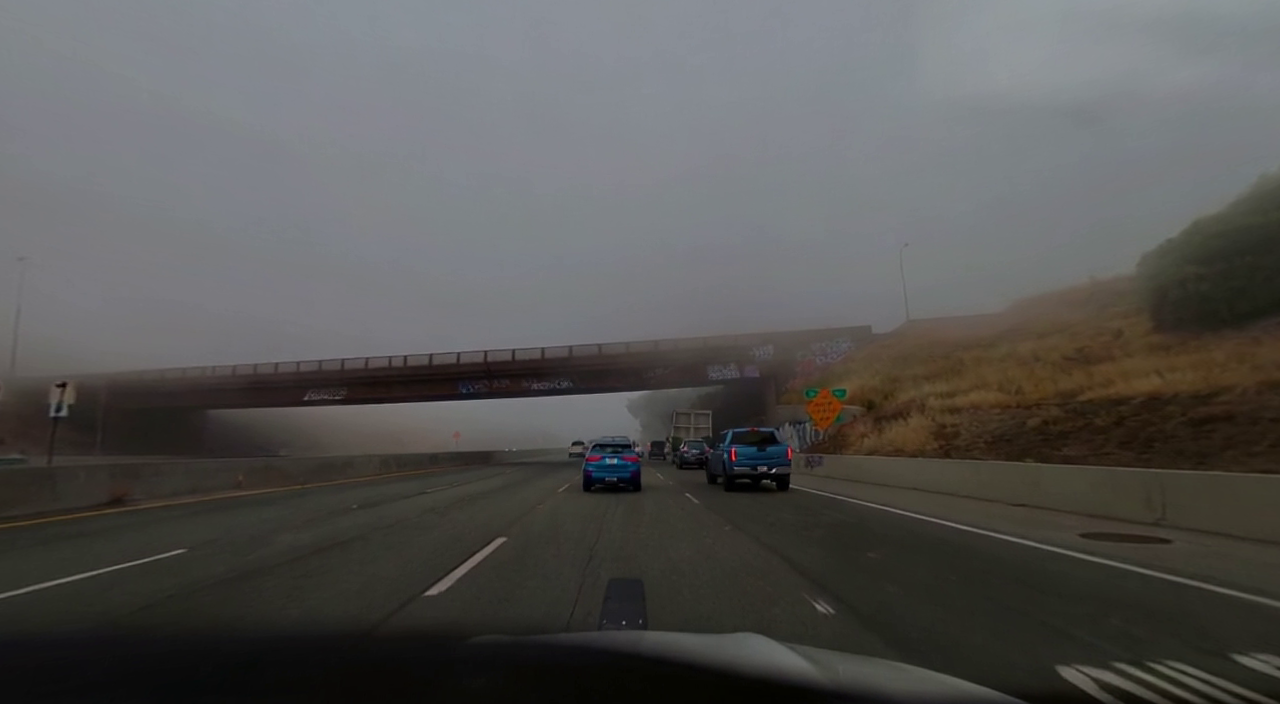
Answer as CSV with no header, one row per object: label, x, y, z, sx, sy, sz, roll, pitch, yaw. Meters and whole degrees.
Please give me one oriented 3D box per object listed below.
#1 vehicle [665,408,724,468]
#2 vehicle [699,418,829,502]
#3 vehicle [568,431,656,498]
vehicle,3.262,5.495,39.929,2.873,3.408,7.323,0,-8,-1
vehicle,3.152,2.949,17.630,2.311,1.922,5.977,0,-8,-1
vehicle,-0.724,3.116,17.788,2.193,1.651,3.946,0,-8,-1
